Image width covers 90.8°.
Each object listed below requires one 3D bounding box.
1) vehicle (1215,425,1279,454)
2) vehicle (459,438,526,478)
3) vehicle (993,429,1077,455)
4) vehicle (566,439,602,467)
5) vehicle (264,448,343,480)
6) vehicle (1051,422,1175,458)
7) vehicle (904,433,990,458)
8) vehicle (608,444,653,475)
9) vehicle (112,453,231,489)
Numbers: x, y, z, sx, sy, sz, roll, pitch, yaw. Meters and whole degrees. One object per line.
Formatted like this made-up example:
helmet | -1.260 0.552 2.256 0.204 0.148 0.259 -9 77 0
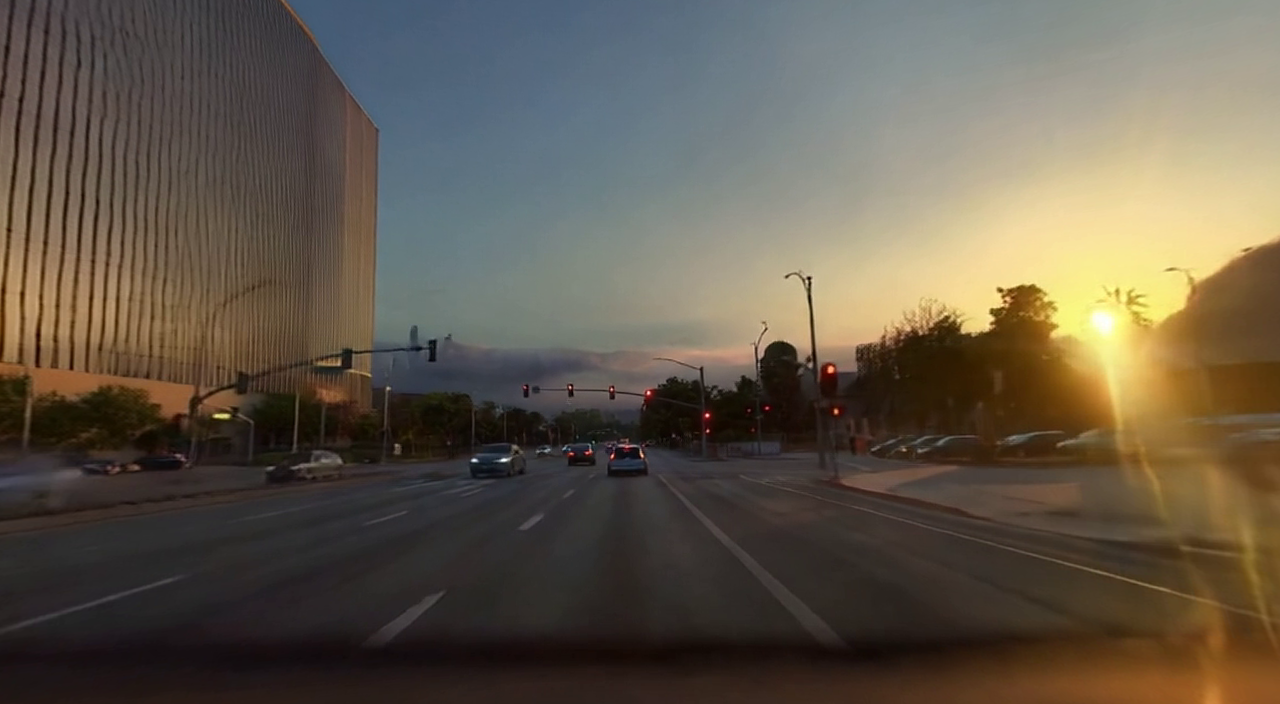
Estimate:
vehicle | 37.329 5.124 37.221 4.557 1.493 1.919 -5 -6 16
vehicle | -6.547 4.758 28.525 1.937 1.659 4.259 0 -9 0
vehicle | 26.947 6.157 43.263 4.424 1.713 1.887 -2 -8 16
vehicle | -3.687 6.756 42.409 2.001 1.784 4.483 0 -9 0
vehicle | -18.065 5.997 34.189 1.793 1.547 4.552 0 -9 -1
vehicle | 29.012 5.413 38.951 5.696 1.795 1.856 -5 -7 14
vehicle | 20.164 6.204 41.694 4.778 1.588 1.822 -3 -9 16
vehicle | -0.483 5.201 30.881 2.050 1.385 4.096 0 -9 -1
vehicle | -21.565 5.455 29.370 1.955 1.477 4.672 0 -9 -1
